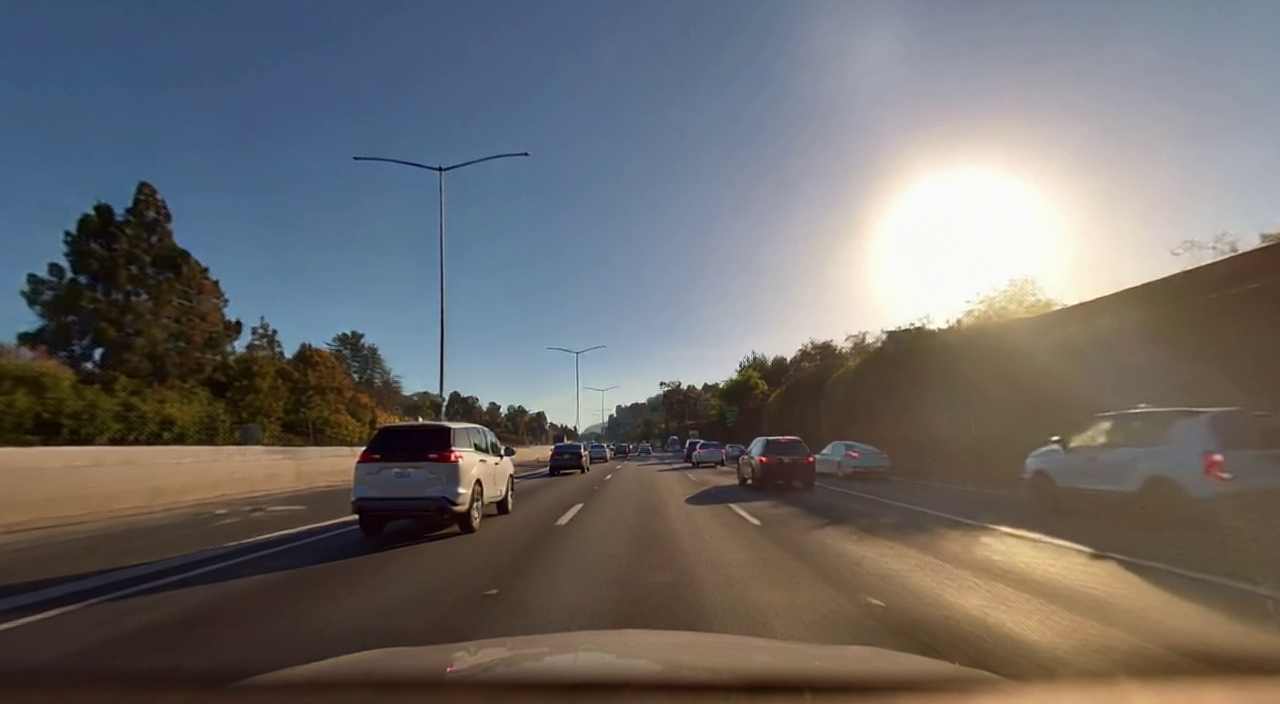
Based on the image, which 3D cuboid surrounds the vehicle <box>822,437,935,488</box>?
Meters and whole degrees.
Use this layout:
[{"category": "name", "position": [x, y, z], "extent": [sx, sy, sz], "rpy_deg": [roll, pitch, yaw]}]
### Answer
[{"category": "vehicle", "position": [7.632, 3.564, 20.736], "extent": [1.904, 1.473, 4.598], "rpy_deg": [0, -8, 0]}]

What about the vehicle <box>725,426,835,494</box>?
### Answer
[{"category": "vehicle", "position": [4.032, 3.201, 19.107], "extent": [2.144, 1.752, 4.765], "rpy_deg": [0, -8, -1]}]

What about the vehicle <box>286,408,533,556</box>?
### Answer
[{"category": "vehicle", "position": [-3.204, 1.927, 10.087], "extent": [2.139, 1.764, 4.707], "rpy_deg": [-1, -8, 0]}]

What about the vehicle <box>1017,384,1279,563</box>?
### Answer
[{"category": "vehicle", "position": [7.797, 1.595, 8.882], "extent": [2.067, 1.869, 4.657], "rpy_deg": [-1, -8, 0]}]

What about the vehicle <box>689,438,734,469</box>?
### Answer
[{"category": "vehicle", "position": [4.135, 5.971, 37.319], "extent": [2.023, 1.670, 4.869], "rpy_deg": [0, -8, -1]}]

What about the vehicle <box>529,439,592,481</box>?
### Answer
[{"category": "vehicle", "position": [-3.297, 4.565, 27.073], "extent": [1.974, 1.589, 5.047], "rpy_deg": [-1, -8, 1]}]
